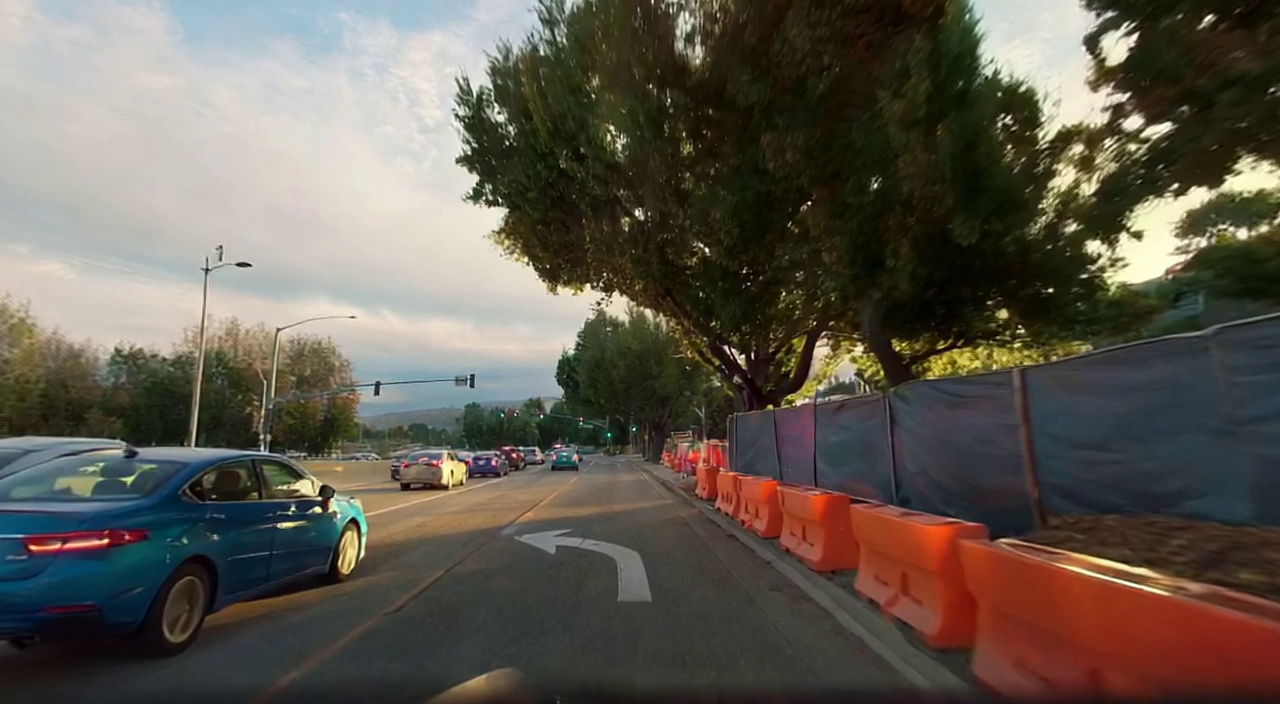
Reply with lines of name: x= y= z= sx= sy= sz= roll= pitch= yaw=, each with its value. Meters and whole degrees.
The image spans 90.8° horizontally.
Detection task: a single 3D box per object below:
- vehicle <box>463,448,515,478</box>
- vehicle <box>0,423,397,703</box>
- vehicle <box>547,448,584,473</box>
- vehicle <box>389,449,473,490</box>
vehicle: x=-8.160 y=6.028 z=34.505 sx=1.900 sy=1.507 sz=4.285 roll=0 pitch=-9 yaw=-2
vehicle: x=-4.162 y=1.506 z=5.701 sx=2.026 sy=1.497 sz=4.577 roll=-2 pitch=-9 yaw=1
vehicle: x=-4.613 y=6.763 z=39.711 sx=2.042 sy=1.441 sz=4.172 roll=0 pitch=-9 yaw=-2
vehicle: x=-8.441 y=4.748 z=25.948 sx=1.992 sy=1.446 sz=4.296 roll=-1 pitch=-9 yaw=0
